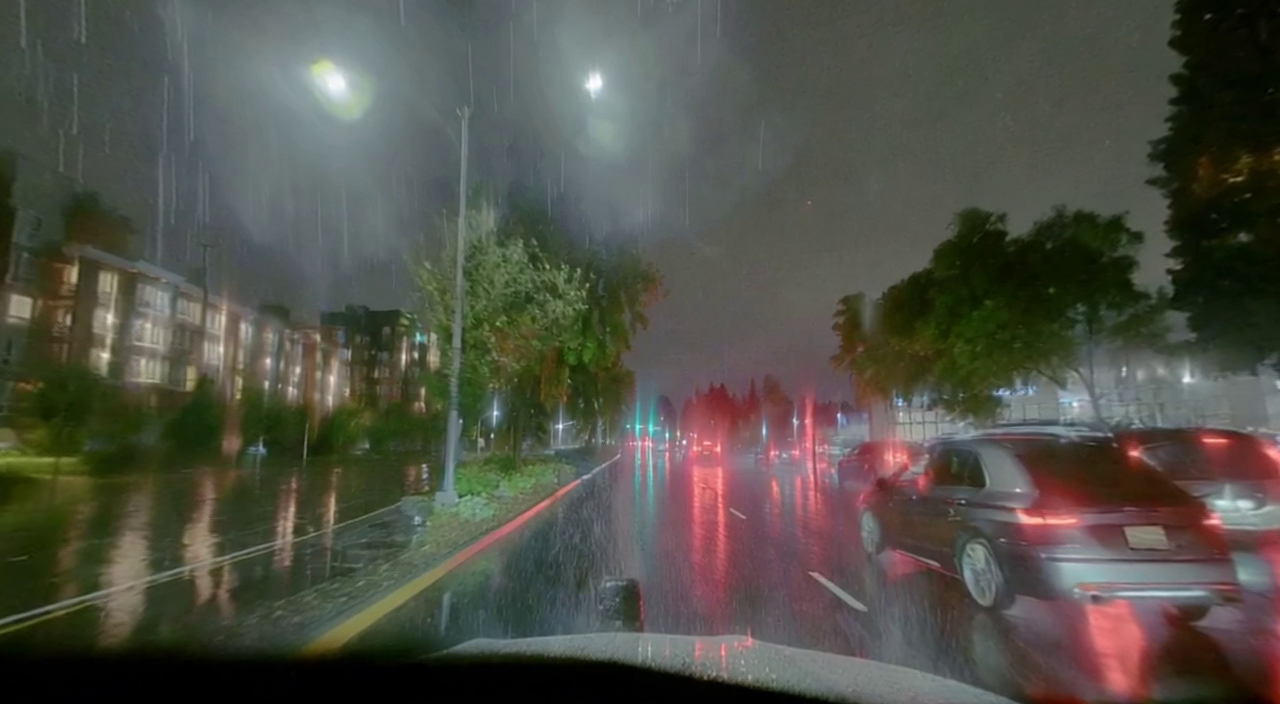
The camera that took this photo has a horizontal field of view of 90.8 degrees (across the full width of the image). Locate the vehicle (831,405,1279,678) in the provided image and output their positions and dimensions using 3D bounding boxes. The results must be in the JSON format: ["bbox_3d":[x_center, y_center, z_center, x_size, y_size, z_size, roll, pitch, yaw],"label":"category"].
[{"bbox_3d":[3.371,1.344,5.597,2.034,1.496,4.040,0,-8,-1],"label":"vehicle"}]

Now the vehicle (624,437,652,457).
[{"bbox_3d":[-0.195,7.478,49.796,2.095,1.456,3.873,0,-8,-1],"label":"vehicle"}]

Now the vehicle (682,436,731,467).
[{"bbox_3d":[3.442,5.230,33.521,1.953,1.514,4.672,0,-8,-2],"label":"vehicle"}]
